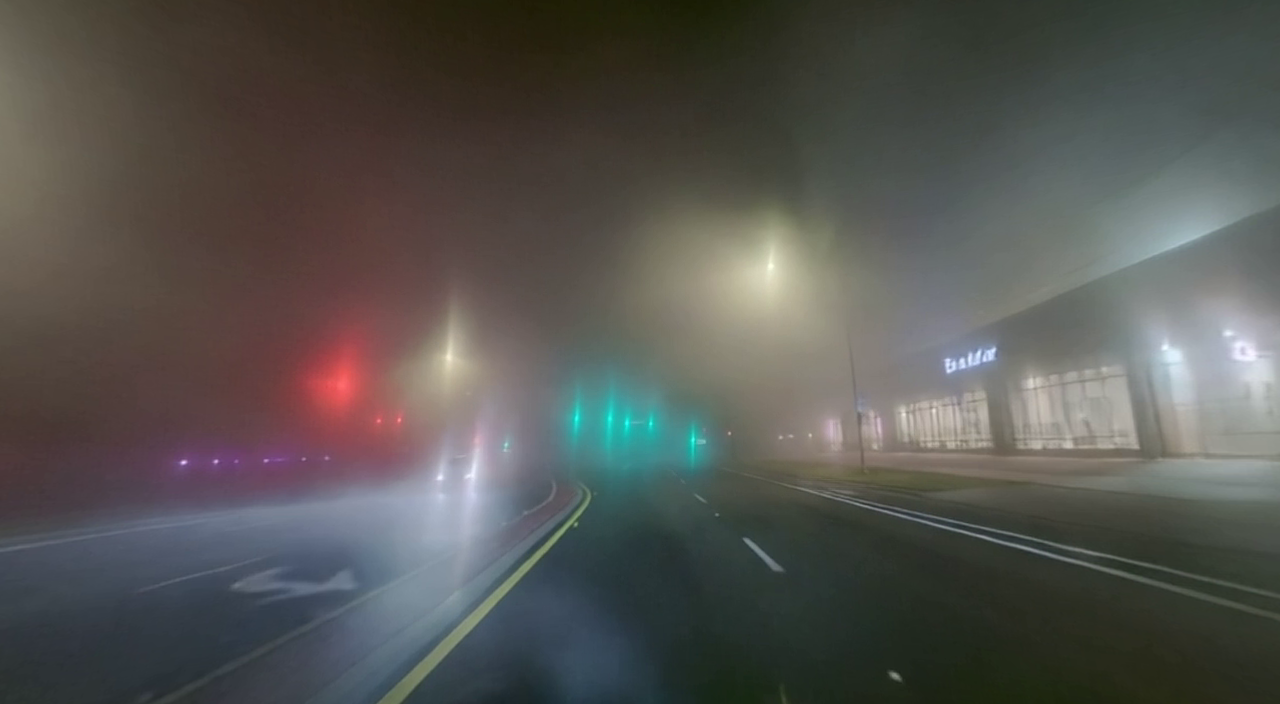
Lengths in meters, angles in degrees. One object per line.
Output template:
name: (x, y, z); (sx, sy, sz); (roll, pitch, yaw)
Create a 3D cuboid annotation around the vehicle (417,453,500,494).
vehicle: (-7.194, 4.856, 25.536); (1.954, 1.451, 4.536); (0, -8, 1)
